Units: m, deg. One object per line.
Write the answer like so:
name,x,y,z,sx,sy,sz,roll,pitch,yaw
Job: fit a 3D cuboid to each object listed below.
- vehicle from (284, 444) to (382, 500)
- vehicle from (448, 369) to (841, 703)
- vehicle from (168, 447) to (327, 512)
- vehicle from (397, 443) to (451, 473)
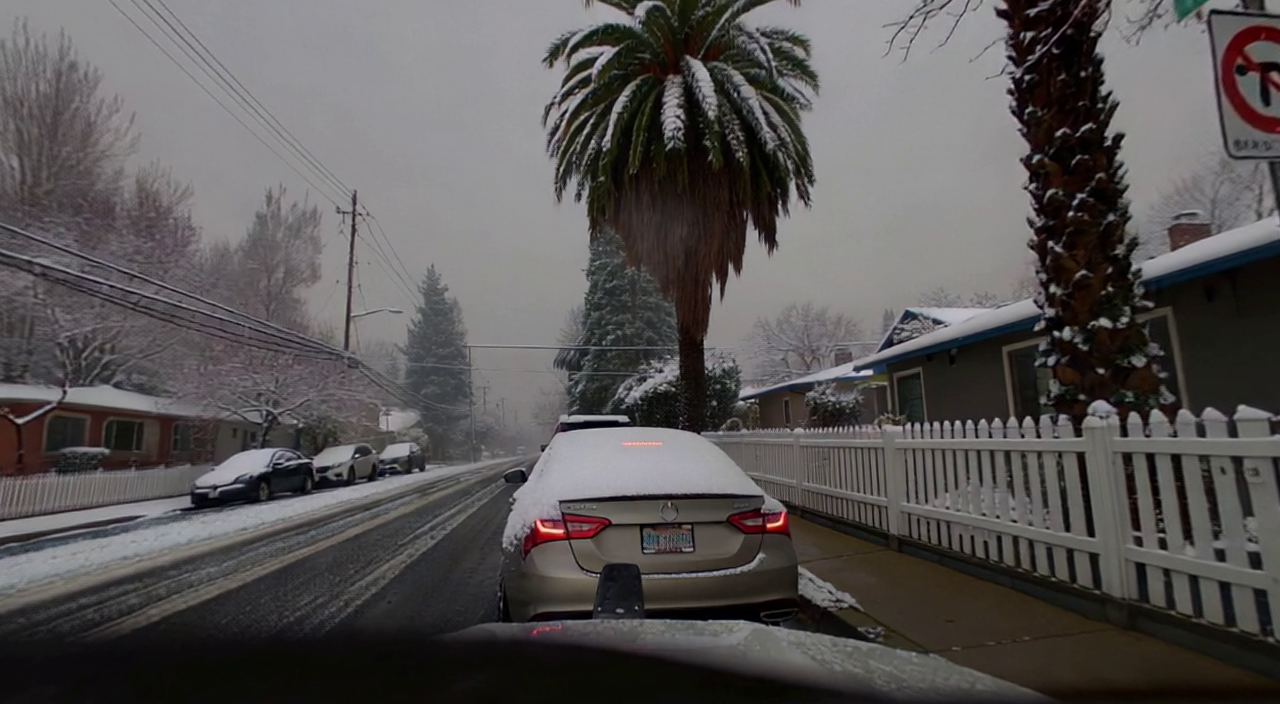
vehicle,-12.159,4.713,25.288,2.048,1.485,4.757,-4,-4,-7
vehicle,-0.135,1.213,5.001,1.894,1.695,3.795,1,-8,-5
vehicle,-11.392,3.658,18.803,2.017,1.627,5.039,1,-8,-7
vehicle,-13.165,6.465,38.704,2.060,1.689,4.999,1,-8,-7
